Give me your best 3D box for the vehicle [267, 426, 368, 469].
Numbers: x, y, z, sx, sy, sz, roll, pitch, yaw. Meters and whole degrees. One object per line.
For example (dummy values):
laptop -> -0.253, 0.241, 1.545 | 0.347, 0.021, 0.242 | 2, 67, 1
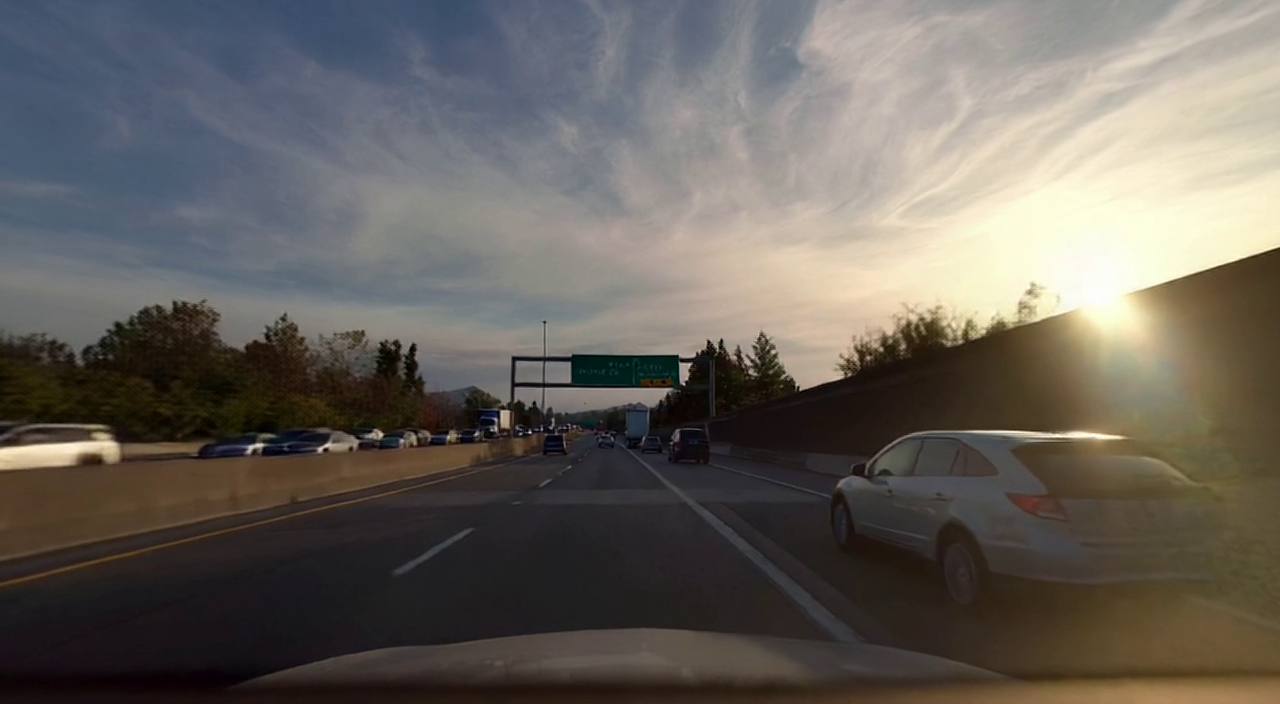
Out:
vehicle -> -11.736, 3.516, 23.204 | 1.727, 1.433, 3.940 | 0, -8, -2

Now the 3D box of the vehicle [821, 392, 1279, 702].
vehicle -> 3.316, 1.263, 5.366 | 2.127, 1.497, 4.445 | 0, -8, -1

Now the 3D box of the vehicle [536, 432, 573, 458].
vehicle -> -5.768, 6.318, 42.925 | 2.058, 1.689, 4.315 | 0, -8, -2

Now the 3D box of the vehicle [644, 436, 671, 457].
vehicle -> 1.244, 6.924, 46.323 | 1.844, 1.462, 3.736 | 0, -8, -1

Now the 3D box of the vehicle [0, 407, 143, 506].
vehicle -> -10.970, 1.721, 10.445 | 1.948, 1.538, 4.322 | 0, -8, -1

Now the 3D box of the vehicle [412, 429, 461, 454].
vehicle -> -12.011, 5.323, 37.343 | 1.853, 1.406, 3.495 | 1, -8, -2

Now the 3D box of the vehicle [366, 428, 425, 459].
vehicle -> -12.058, 4.550, 31.242 | 1.610, 1.420, 3.445 | 0, -8, -2

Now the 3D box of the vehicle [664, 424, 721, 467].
vehicle -> 2.498, 4.647, 31.511 | 2.207, 1.937, 5.610 | 0, -8, -2

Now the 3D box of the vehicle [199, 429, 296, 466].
vehicle -> -16.487, 4.039, 26.677 | 1.754, 1.448, 3.799 | 0, -8, -2
